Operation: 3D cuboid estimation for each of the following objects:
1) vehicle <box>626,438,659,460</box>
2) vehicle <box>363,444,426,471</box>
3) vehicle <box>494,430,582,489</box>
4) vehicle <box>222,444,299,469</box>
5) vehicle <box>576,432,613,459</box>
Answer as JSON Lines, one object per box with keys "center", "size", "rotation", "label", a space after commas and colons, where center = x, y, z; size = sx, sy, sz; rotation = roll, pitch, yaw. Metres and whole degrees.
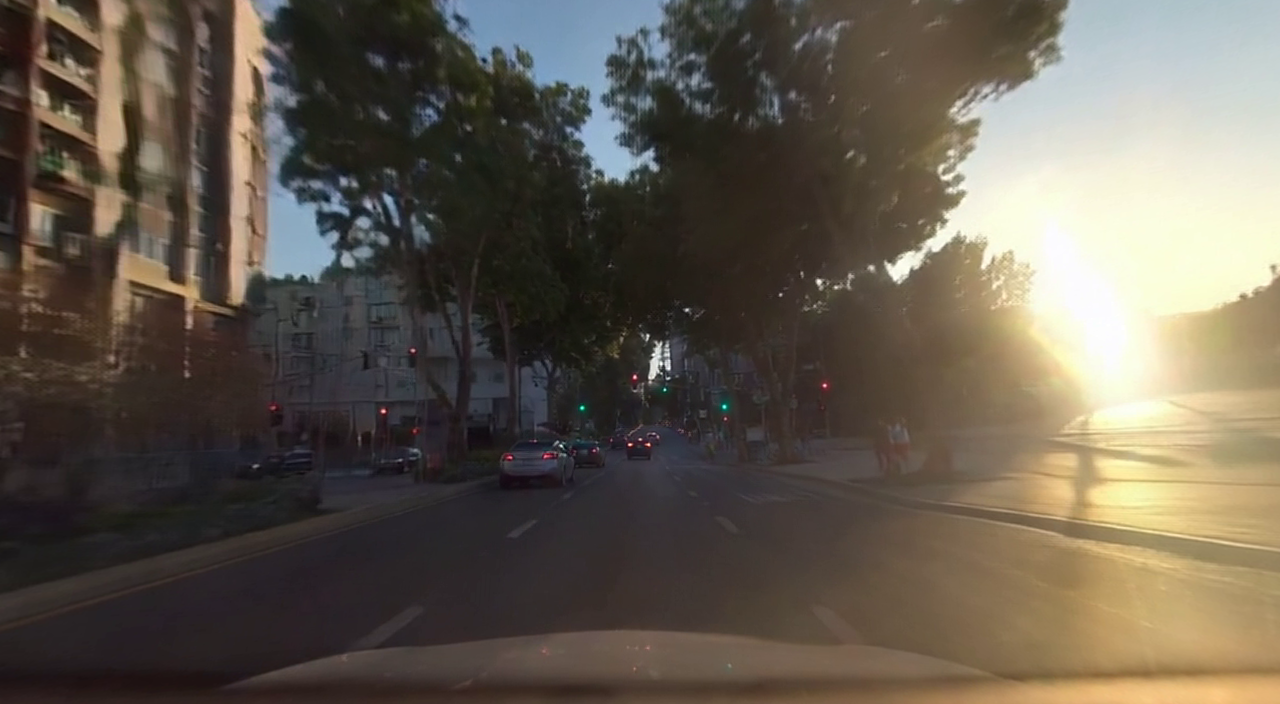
{"center": [0.165, 6.528, 42.607], "size": [2.095, 1.438, 3.843], "rotation": [0, -8, 0], "label": "vehicle"}
{"center": [-14.660, 6.307, 38.028], "size": [1.918, 1.513, 4.581], "rotation": [0, -8, 0], "label": "vehicle"}
{"center": [-3.231, 3.512, 21.011], "size": [2.116, 1.725, 4.315], "rotation": [0, -8, 1], "label": "vehicle"}
{"center": [-29.621, 8.158, 49.415], "size": [4.684, 1.806, 2.073], "rotation": [0, -8, -2], "label": "vehicle"}
{"center": [-3.145, 6.626, 44.640], "size": [2.152, 1.802, 4.628], "rotation": [-1, -8, 1], "label": "vehicle"}
